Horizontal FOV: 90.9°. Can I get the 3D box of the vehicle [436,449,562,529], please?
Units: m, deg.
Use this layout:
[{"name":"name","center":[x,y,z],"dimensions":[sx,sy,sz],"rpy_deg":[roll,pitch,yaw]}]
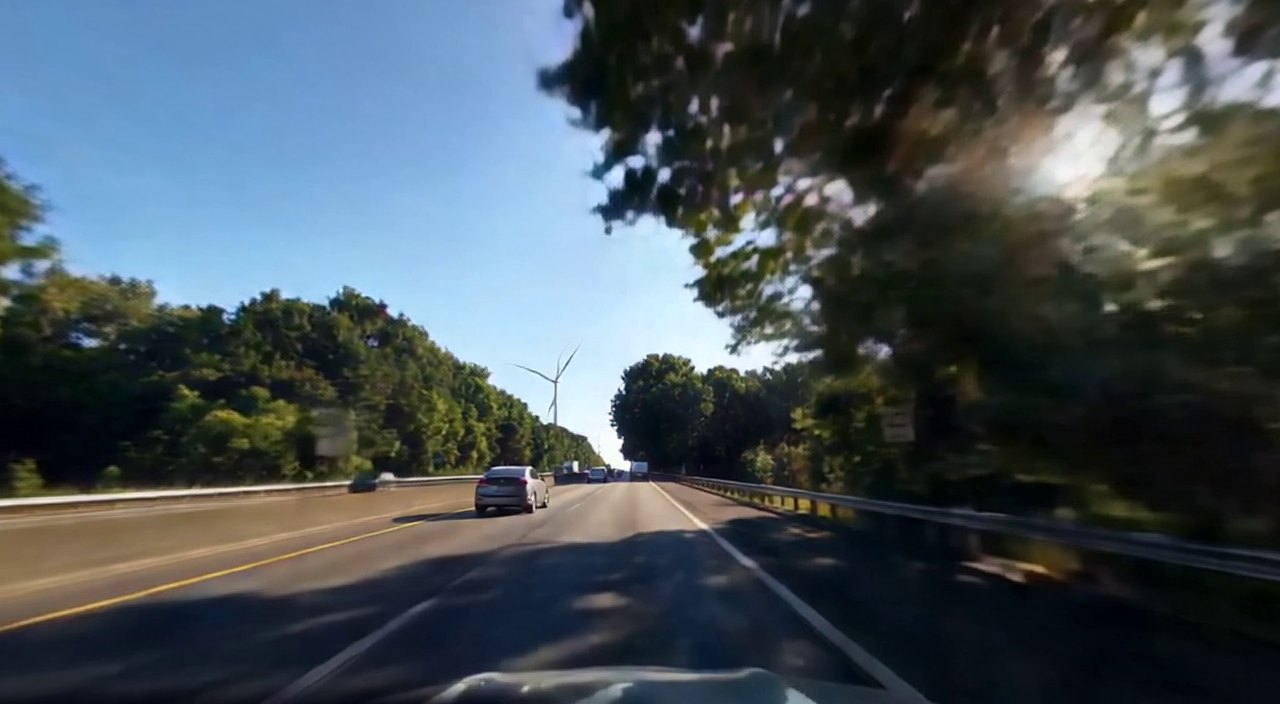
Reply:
[{"name":"vehicle","center":[-3.364,3.428,16.101],"dimensions":[2.124,1.705,4.440],"rpy_deg":[1,-11,1]}]
